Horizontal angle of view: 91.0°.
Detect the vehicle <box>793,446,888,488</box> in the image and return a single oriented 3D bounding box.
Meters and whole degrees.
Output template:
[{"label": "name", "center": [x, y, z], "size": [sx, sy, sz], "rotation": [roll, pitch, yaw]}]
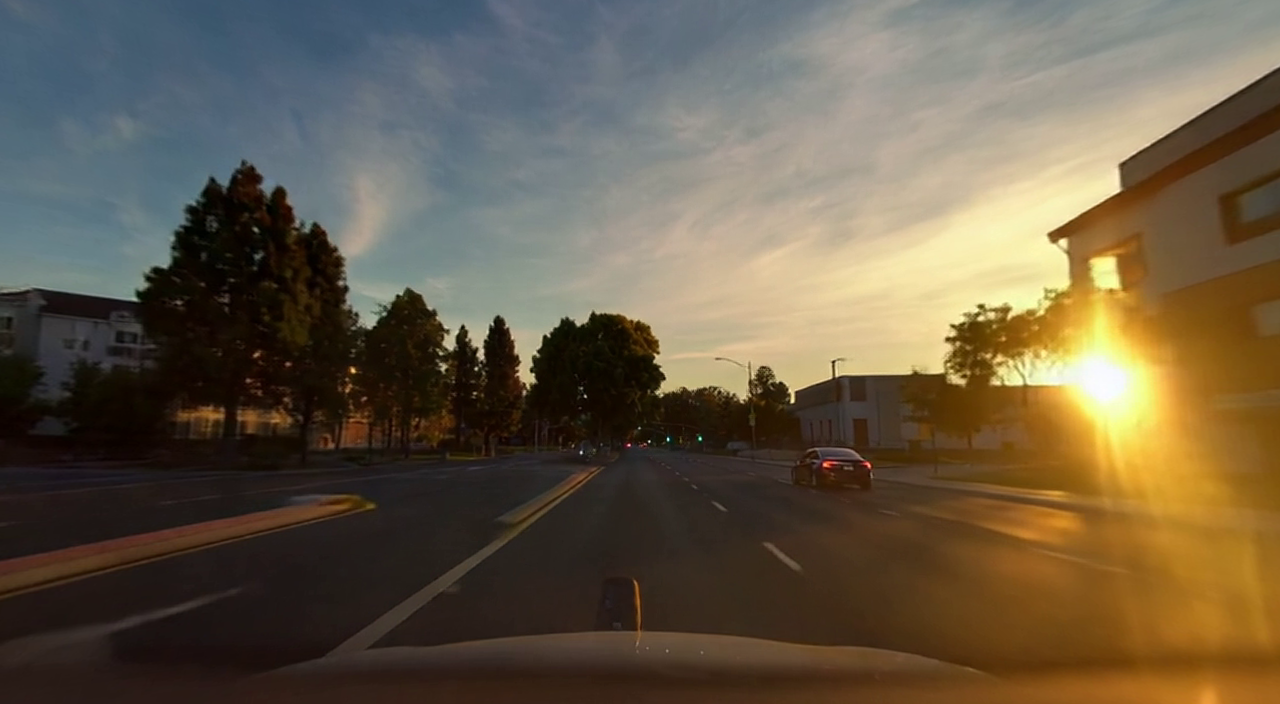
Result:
[{"label": "vehicle", "center": [7.449, 4.306, 23.897], "size": [2.054, 1.421, 4.487], "rotation": [0, -9, -1]}]
